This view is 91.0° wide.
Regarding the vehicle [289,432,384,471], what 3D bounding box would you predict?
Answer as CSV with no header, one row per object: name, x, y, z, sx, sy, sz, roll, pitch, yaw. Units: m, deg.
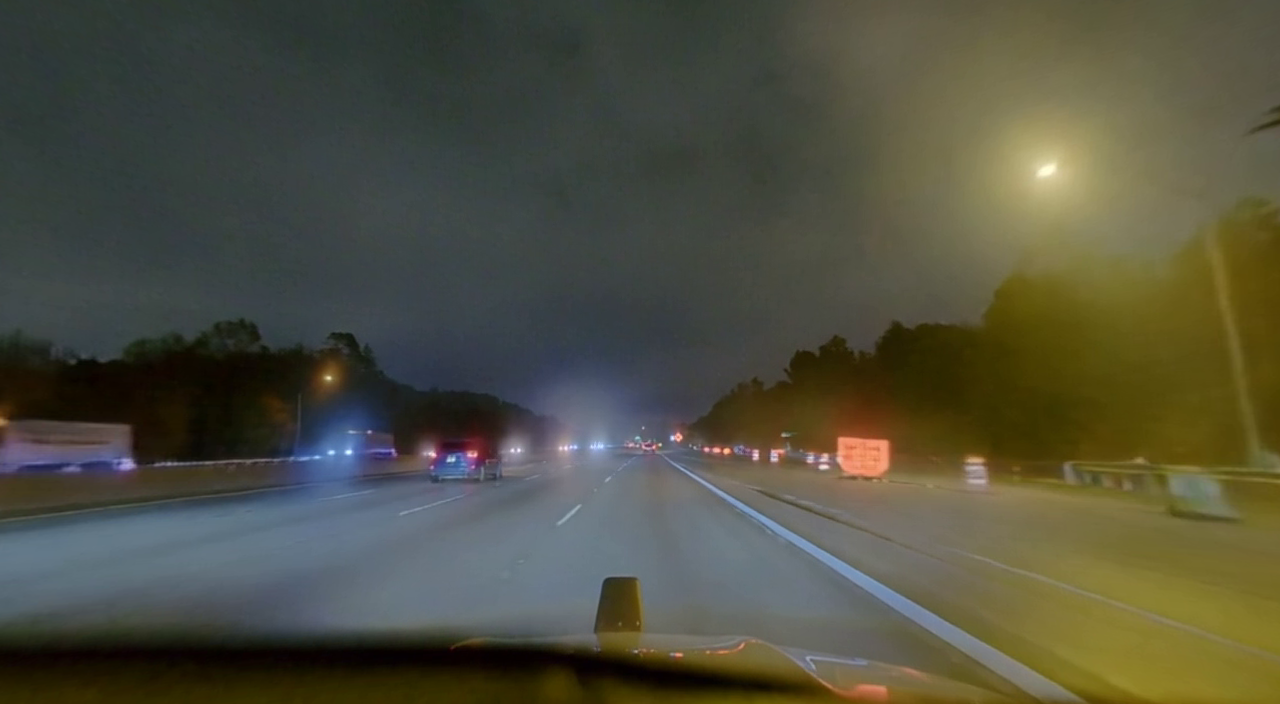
vehicle,-18.437,6.097,38.765,2.592,2.186,6.335,0,-9,1

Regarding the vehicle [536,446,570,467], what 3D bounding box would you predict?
vehicle,-6.562,7.900,47.961,1.895,1.506,4.245,0,-9,1

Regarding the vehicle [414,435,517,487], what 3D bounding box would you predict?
vehicle,-6.281,3.990,23.338,2.402,1.733,4.512,0,-9,2
